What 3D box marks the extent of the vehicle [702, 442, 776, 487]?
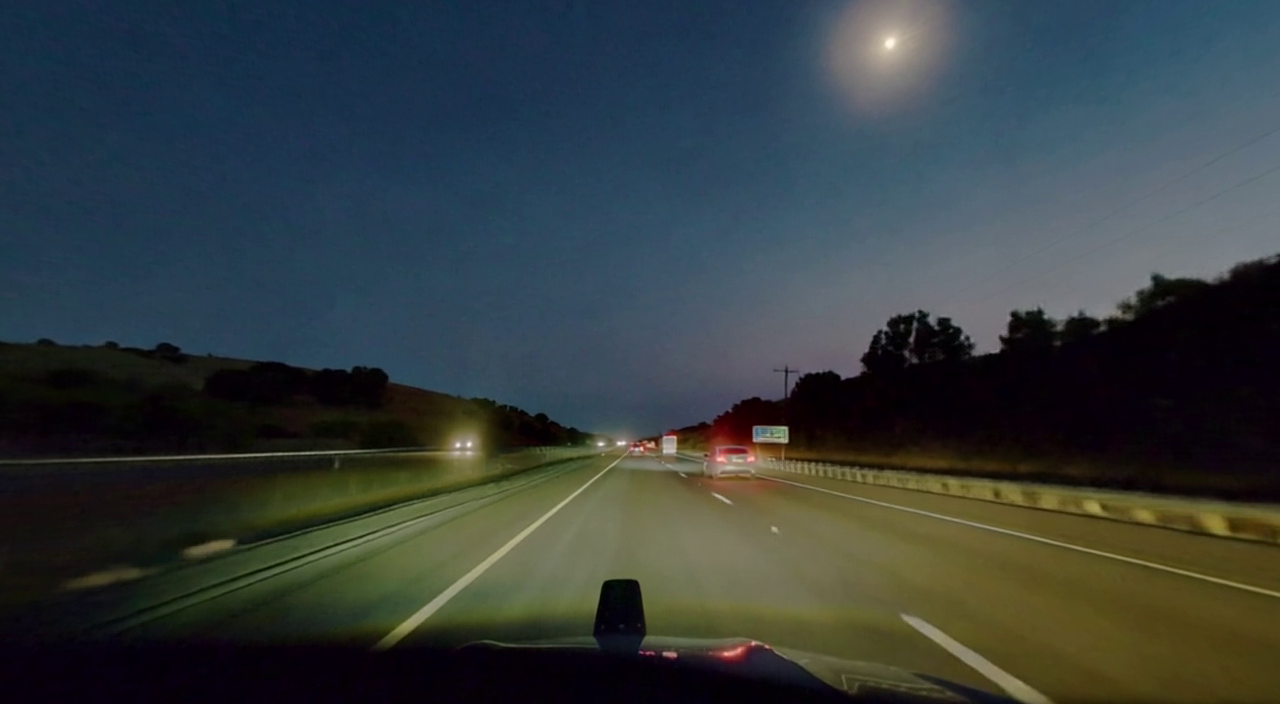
[{"bbox_3d":[3.609,4.176,23.812,1.960,1.516,4.657,0,-8,-1],"label":"vehicle"}]
